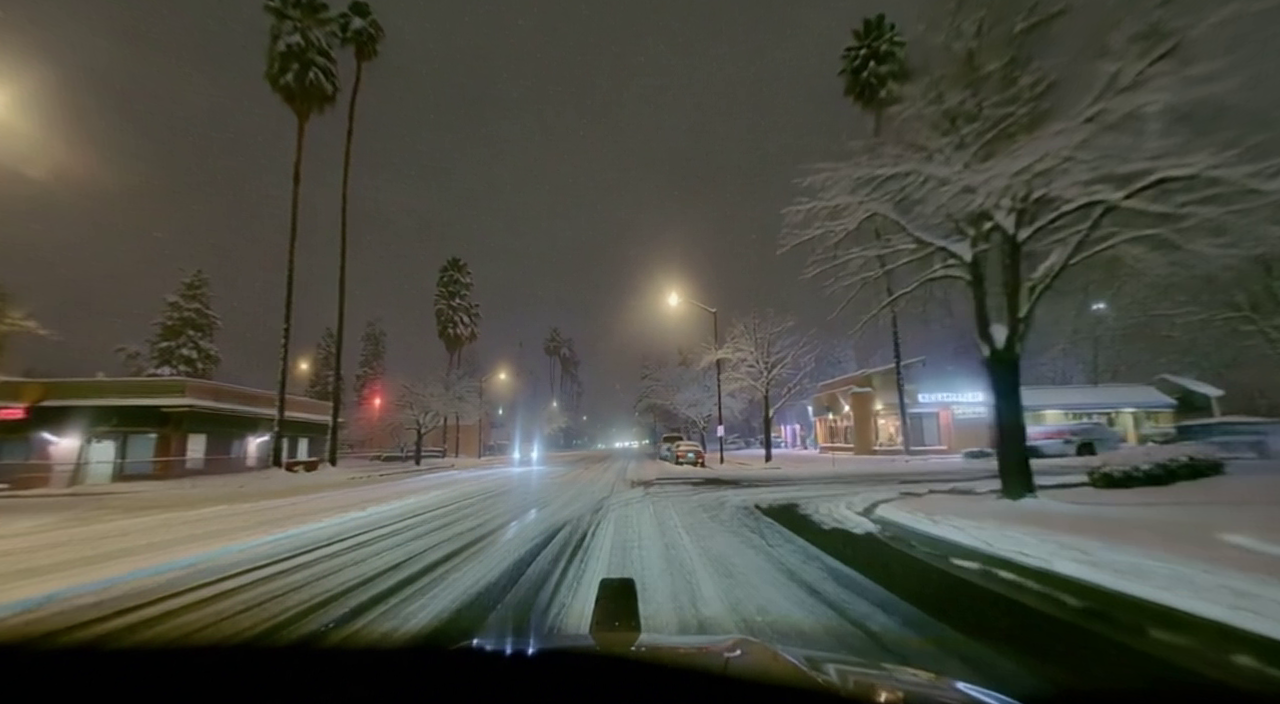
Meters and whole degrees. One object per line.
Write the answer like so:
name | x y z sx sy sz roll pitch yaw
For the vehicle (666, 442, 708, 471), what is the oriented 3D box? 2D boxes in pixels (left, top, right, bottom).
vehicle | 2.681 6.097 37.084 2.046 1.588 4.508 0 -9 0

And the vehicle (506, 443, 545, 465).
vehicle | -8.064 7.224 44.731 1.923 1.485 4.186 0 -9 1

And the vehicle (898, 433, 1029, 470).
vehicle | 14.524 4.484 28.575 4.793 1.537 2.105 1 -8 -1

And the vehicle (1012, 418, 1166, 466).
vehicle | 20.162 4.072 28.582 5.214 2.017 2.220 0 -8 0
